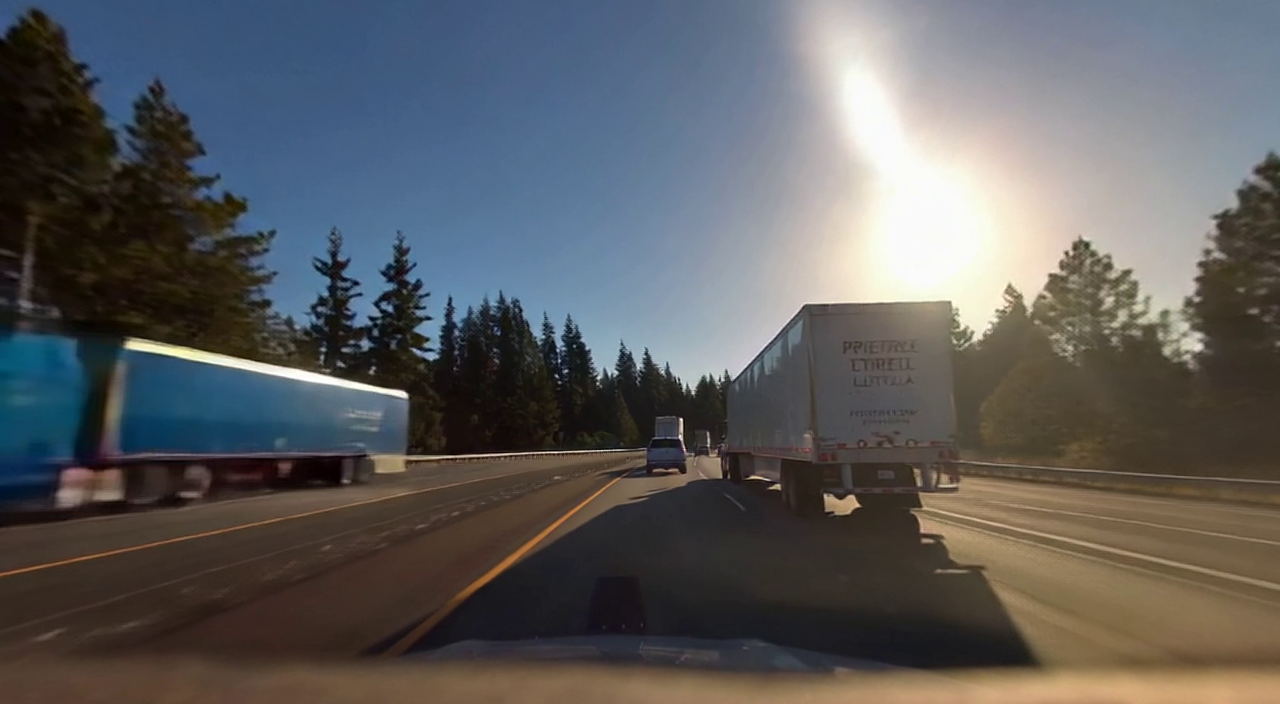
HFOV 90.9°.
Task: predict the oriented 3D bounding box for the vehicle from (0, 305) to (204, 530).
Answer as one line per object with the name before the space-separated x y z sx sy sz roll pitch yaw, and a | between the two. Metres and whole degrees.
vehicle | -12.975 1.281 11.992 3.038 3.995 8.330 -1 -8 2

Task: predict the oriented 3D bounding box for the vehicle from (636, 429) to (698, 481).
vehicle | 1.073 4.051 25.074 2.222 1.848 4.610 -1 -8 3

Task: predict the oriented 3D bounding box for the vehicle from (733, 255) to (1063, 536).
vehicle | 4.979 1.816 17.636 2.899 4.160 16.621 -1 -9 2
